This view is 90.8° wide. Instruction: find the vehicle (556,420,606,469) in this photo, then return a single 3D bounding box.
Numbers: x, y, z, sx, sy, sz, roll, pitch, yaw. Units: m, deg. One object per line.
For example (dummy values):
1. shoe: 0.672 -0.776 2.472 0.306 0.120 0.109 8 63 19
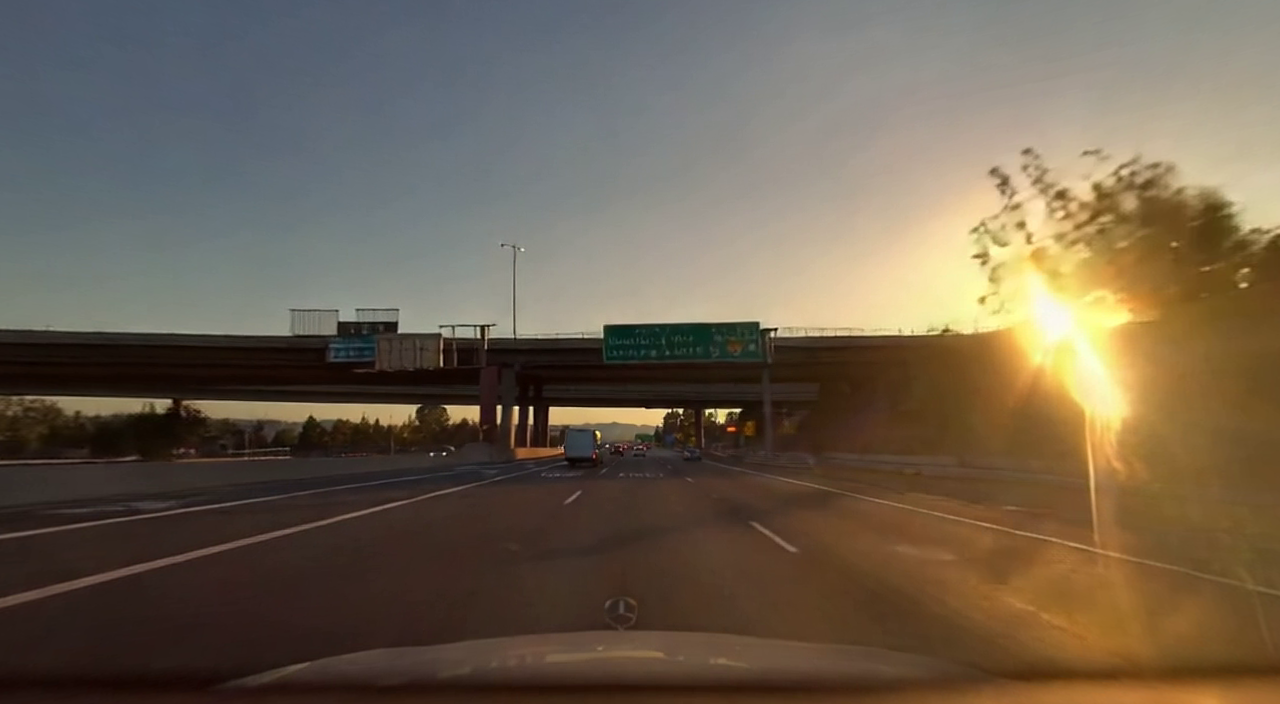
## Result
1. vehicle: -3.776 6.118 41.848 2.881 2.937 7.045 0 -9 -2
